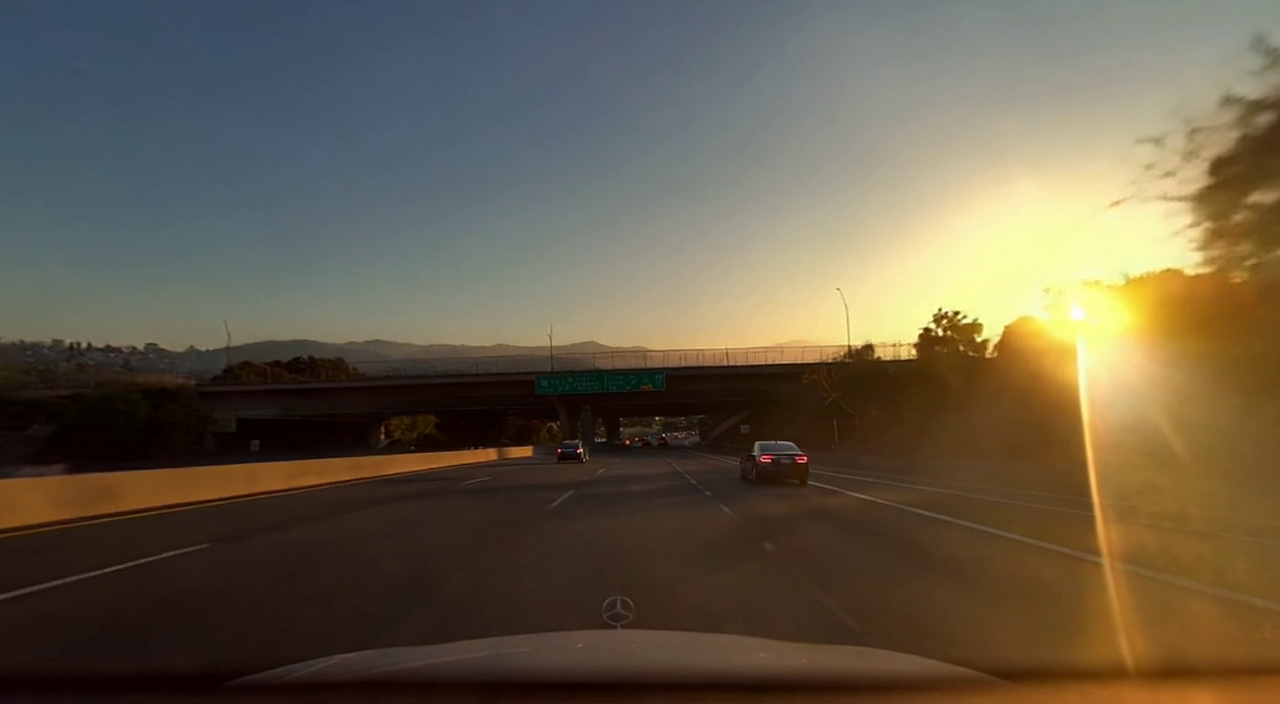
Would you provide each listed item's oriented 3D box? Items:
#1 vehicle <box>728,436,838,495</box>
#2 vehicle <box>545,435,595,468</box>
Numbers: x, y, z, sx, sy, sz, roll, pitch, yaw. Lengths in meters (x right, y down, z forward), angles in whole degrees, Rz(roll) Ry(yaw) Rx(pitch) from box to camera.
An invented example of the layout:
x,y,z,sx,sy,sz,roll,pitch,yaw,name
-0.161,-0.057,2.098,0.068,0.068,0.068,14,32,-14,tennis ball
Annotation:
x,y,z,sx,sy,sz,roll,pitch,yaw,name
3.970,3.236,18.368,2.060,1.485,4.274,0,-8,-2,vehicle
-3.673,5.329,33.850,2.048,1.618,4.424,0,-8,1,vehicle
